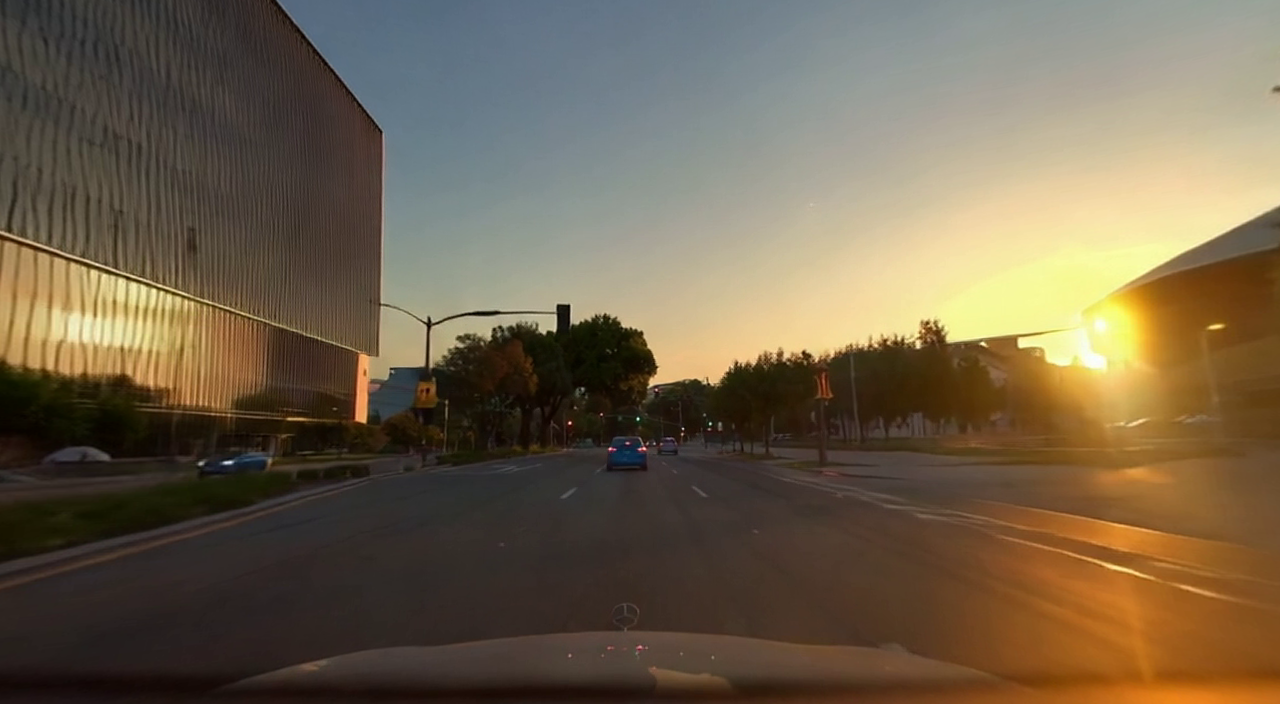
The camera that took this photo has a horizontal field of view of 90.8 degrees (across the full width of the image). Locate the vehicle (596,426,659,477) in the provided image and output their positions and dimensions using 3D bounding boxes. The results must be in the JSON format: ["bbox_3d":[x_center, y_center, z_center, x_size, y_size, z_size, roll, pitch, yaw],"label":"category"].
[{"bbox_3d":[-0.478,3.992,25.485,2.313,1.860,4.319,0,-8,-1],"label":"vehicle"}]

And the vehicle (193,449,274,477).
[{"bbox_3d":[-23.639,6.466,36.931,1.867,1.469,4.243,-1,-9,0],"label":"vehicle"}]
